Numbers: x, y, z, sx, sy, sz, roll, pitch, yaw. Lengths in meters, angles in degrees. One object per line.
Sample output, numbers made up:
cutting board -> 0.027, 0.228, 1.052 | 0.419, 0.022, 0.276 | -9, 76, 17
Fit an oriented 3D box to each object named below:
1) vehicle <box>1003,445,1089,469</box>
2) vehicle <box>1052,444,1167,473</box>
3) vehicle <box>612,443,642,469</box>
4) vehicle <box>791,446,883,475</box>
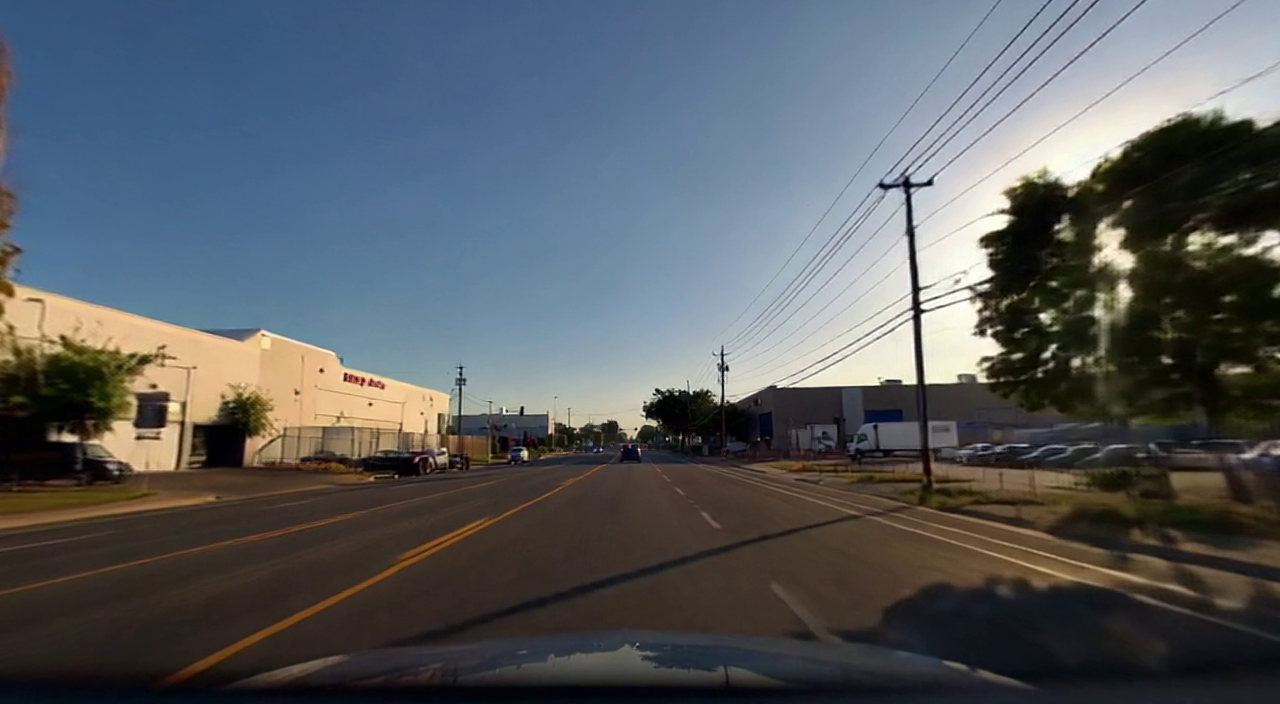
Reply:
vehicle -> 25.736, 6.657, 40.177 | 4.134, 1.441, 1.836 | -1, -8, 2
vehicle -> 25.713, 5.821, 34.717 | 4.625, 1.484, 1.997 | 0, -8, 1
vehicle -> -0.839, 6.914, 42.230 | 1.937, 1.588, 3.746 | 0, -8, -1
vehicle -> 11.683, 6.449, 37.690 | 4.758, 1.496, 1.871 | -1, -9, -1
